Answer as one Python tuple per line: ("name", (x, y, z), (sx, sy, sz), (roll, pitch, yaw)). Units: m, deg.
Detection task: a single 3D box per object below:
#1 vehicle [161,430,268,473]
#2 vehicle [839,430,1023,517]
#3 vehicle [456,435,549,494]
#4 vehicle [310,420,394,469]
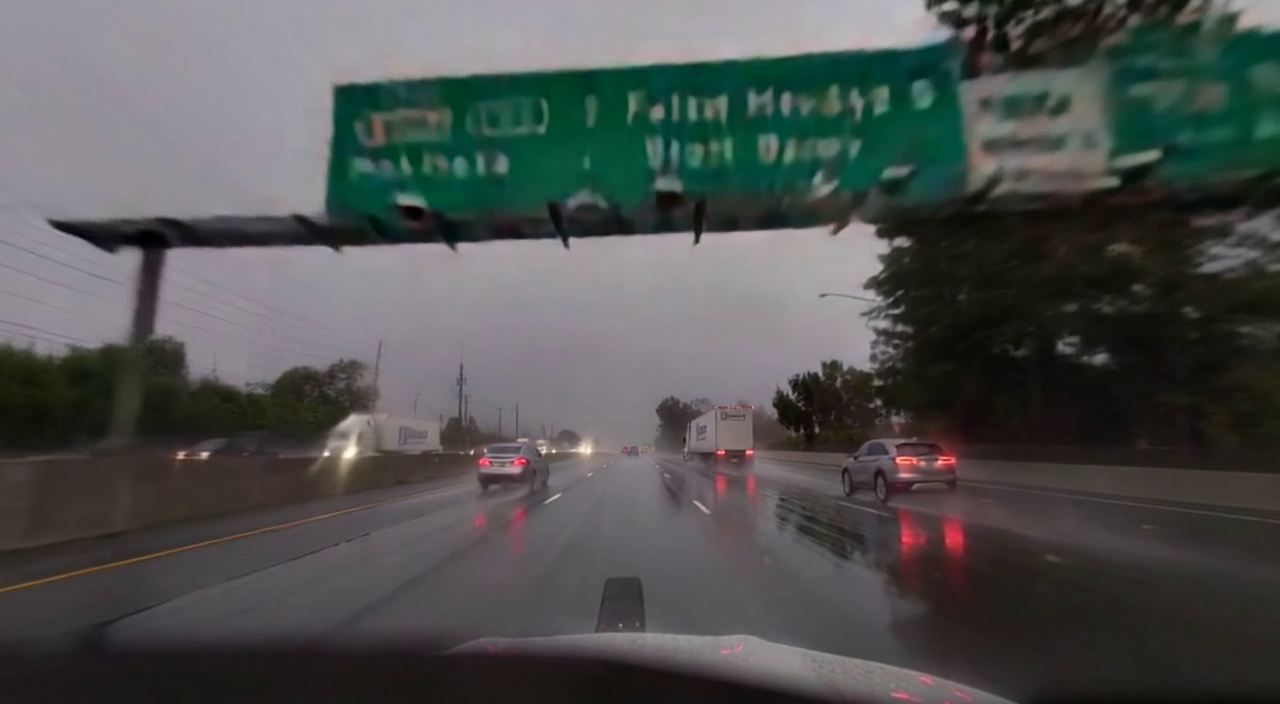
("vehicle", (-24.388, 5.746, 36.584), (2.205, 2.293, 5.841), (0, -9, -1))
("vehicle", (6.309, 2.679, 14.405), (1.991, 1.647, 4.409), (0, -9, -1))
("vehicle", (-4.214, 3.516, 20.048), (2.027, 1.651, 4.099), (0, -9, 0))
("vehicle", (-20.859, 6.780, 46.248), (2.949, 3.338, 6.668), (0, -9, 0))
